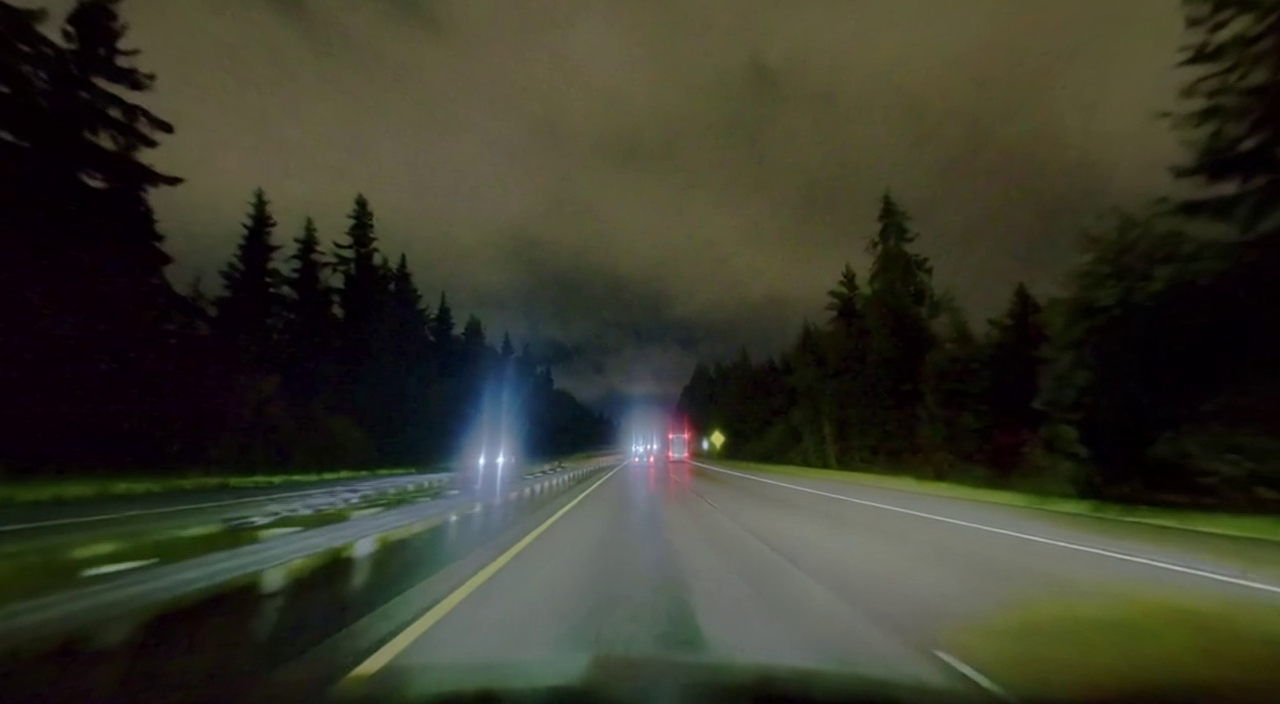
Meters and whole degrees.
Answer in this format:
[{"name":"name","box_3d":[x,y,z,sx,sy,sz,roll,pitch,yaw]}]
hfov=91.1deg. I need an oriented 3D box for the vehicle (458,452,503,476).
[{"name":"vehicle","box_3d":[-11.914,8.412,47.285,2.244,1.653,4.539,-1,-9,0]}]
